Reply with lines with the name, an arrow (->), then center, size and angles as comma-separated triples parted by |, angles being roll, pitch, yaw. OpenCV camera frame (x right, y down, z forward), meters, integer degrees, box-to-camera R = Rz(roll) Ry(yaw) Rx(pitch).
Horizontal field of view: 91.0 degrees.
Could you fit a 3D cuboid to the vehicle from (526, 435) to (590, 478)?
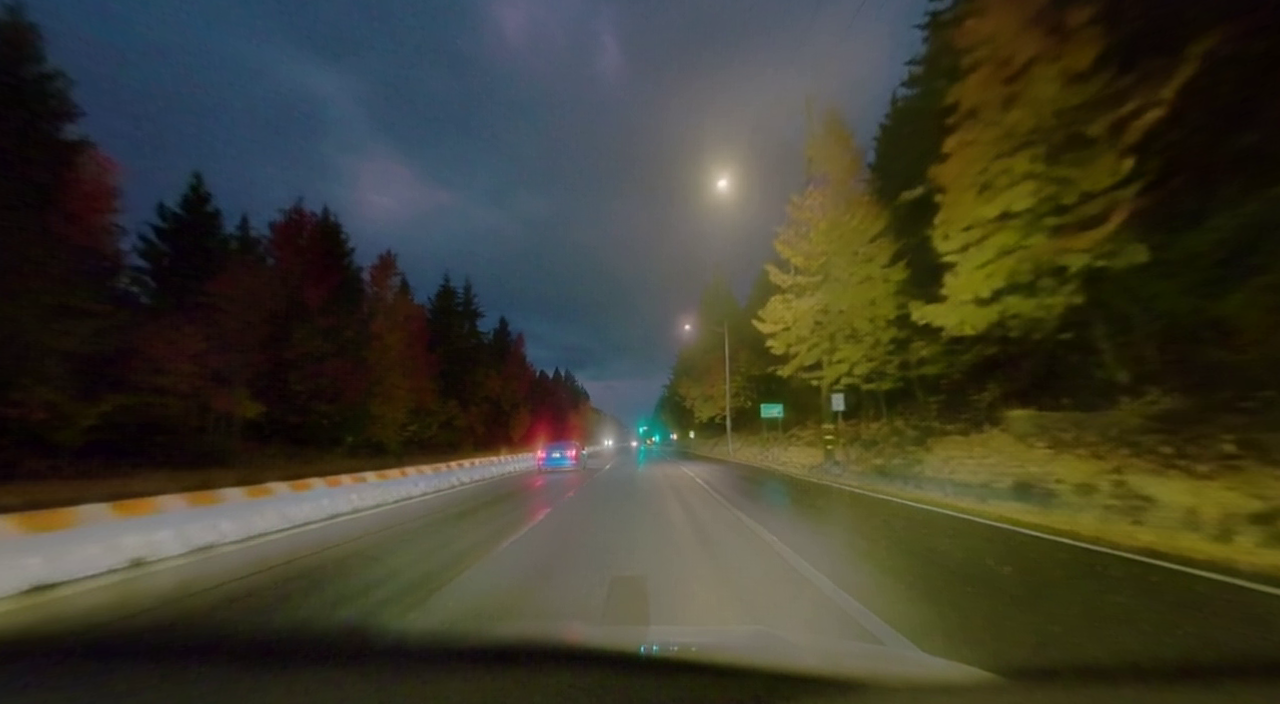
vehicle -> -3.088, 4.034, 24.589 | 1.902, 1.505, 4.016 | 0, -8, 1
